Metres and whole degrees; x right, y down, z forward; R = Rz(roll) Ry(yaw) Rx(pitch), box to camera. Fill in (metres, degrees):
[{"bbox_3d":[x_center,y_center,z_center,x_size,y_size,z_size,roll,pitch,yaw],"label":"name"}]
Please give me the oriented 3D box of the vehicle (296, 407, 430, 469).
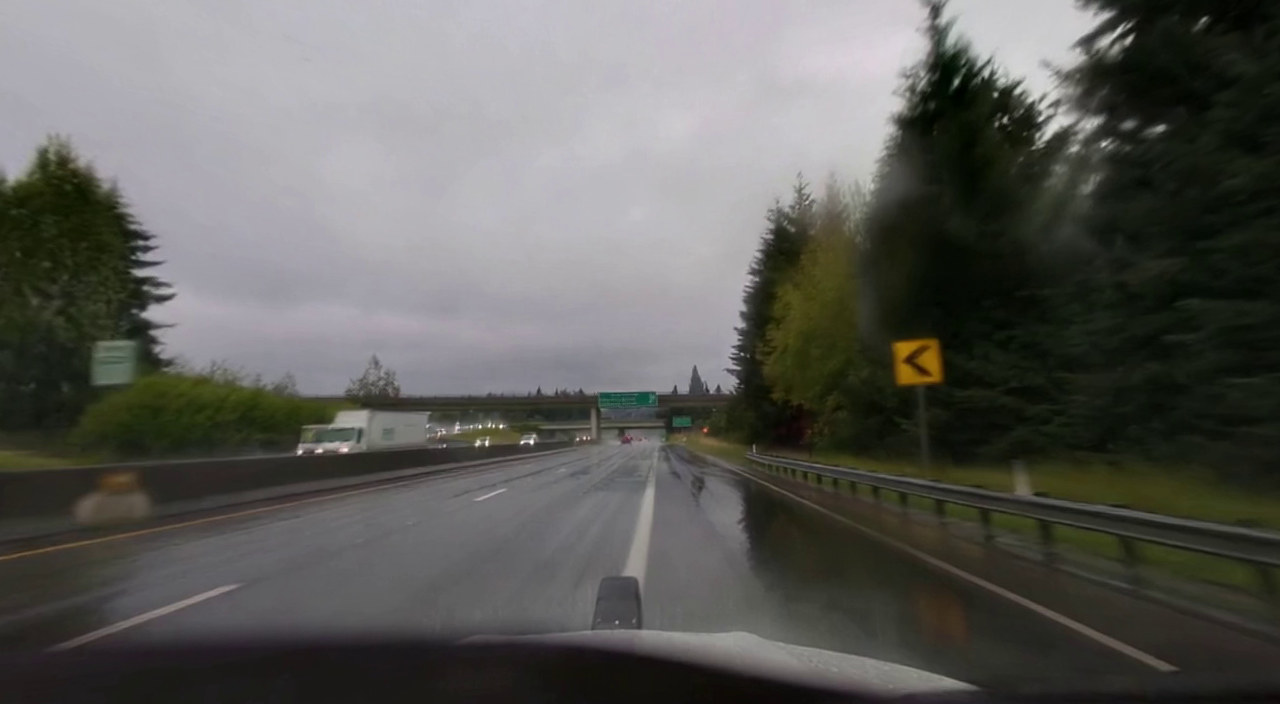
[{"bbox_3d":[-16.669,5.359,39.323,3.161,3.320,10.997,0,-8,1],"label":"vehicle"}]
